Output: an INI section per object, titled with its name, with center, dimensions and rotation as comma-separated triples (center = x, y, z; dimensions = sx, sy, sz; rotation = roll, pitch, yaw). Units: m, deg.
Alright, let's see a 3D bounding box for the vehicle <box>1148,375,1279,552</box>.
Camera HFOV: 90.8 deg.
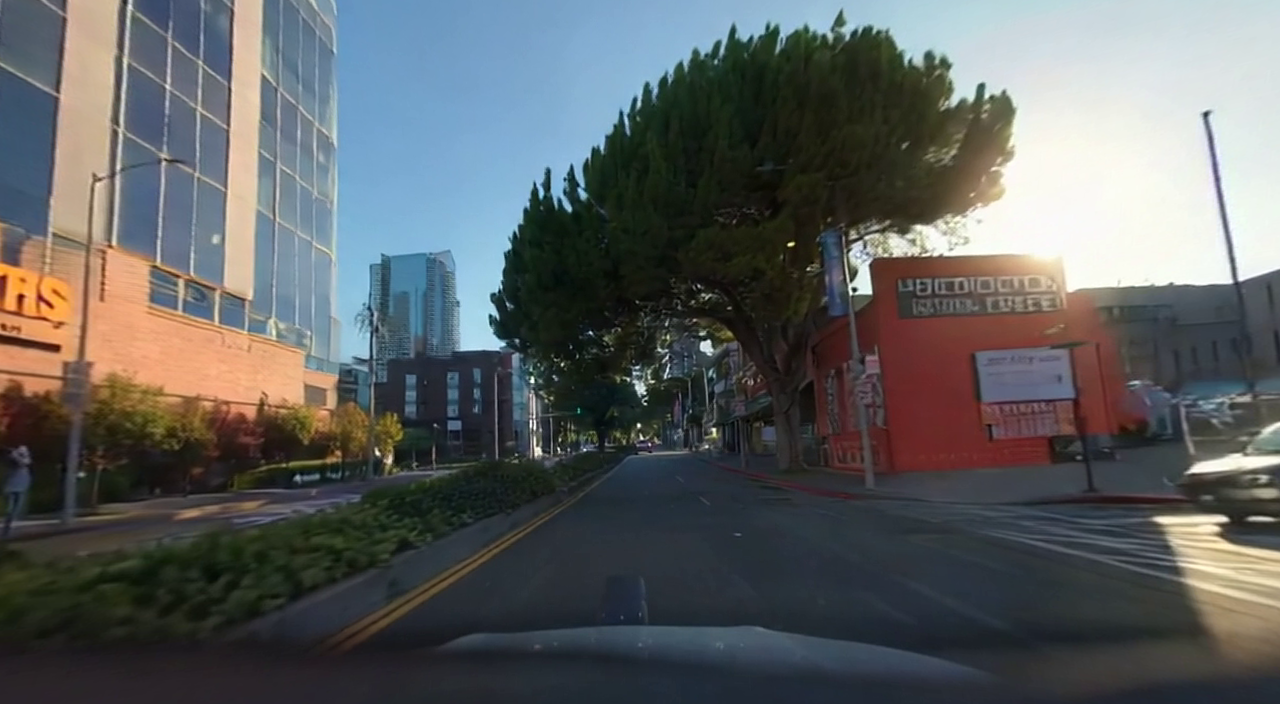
[vehicle]
center = 9.145, 1.229, 7.102
dimensions = 4.694, 1.826, 2.226
rotation = -2, -9, 11
